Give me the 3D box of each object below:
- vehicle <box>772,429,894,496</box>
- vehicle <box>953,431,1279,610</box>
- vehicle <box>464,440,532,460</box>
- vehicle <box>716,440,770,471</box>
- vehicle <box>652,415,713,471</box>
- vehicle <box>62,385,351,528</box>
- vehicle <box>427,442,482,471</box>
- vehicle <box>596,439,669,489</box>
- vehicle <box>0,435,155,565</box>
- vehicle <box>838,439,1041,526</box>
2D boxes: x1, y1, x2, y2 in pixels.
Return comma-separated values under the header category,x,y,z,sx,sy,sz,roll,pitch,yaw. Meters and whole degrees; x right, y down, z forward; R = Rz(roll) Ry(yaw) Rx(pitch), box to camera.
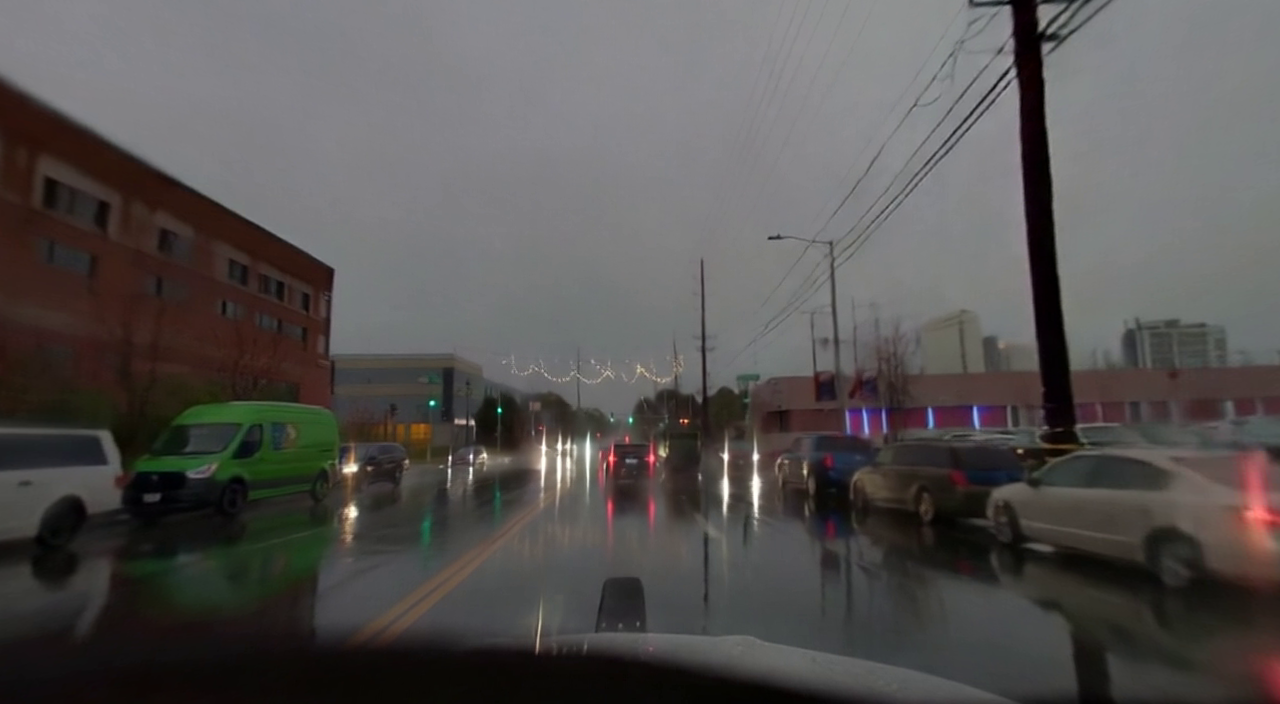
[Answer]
category,x,y,z,sx,sy,sz,roll,pitch,yaw
vehicle,5.686,3.330,19.414,2.079,1.788,4.974,0,-8,-1
vehicle,5.858,1.727,7.495,2.012,1.470,4.394,0,-8,0
vehicle,-11.011,7.619,49.128,4.877,1.477,1.826,1,-8,-4
vehicle,5.274,5.350,32.778,1.824,1.481,4.057,1,-8,-4
vehicle,2.033,4.694,32.429,2.649,2.583,5.800,0,-8,-1
vehicle,-9.669,2.426,15.068,2.724,2.739,5.663,0,-8,1
vehicle,-10.542,5.974,36.220,1.962,1.529,4.109,2,-9,-2
vehicle,-0.297,3.594,20.660,2.112,1.464,4.411,0,-8,-2
vehicle,-9.684,1.956,8.260,2.256,1.722,5.644,0,-8,-1
vehicle,5.865,2.576,13.176,1.876,1.471,4.657,0,-8,-1
